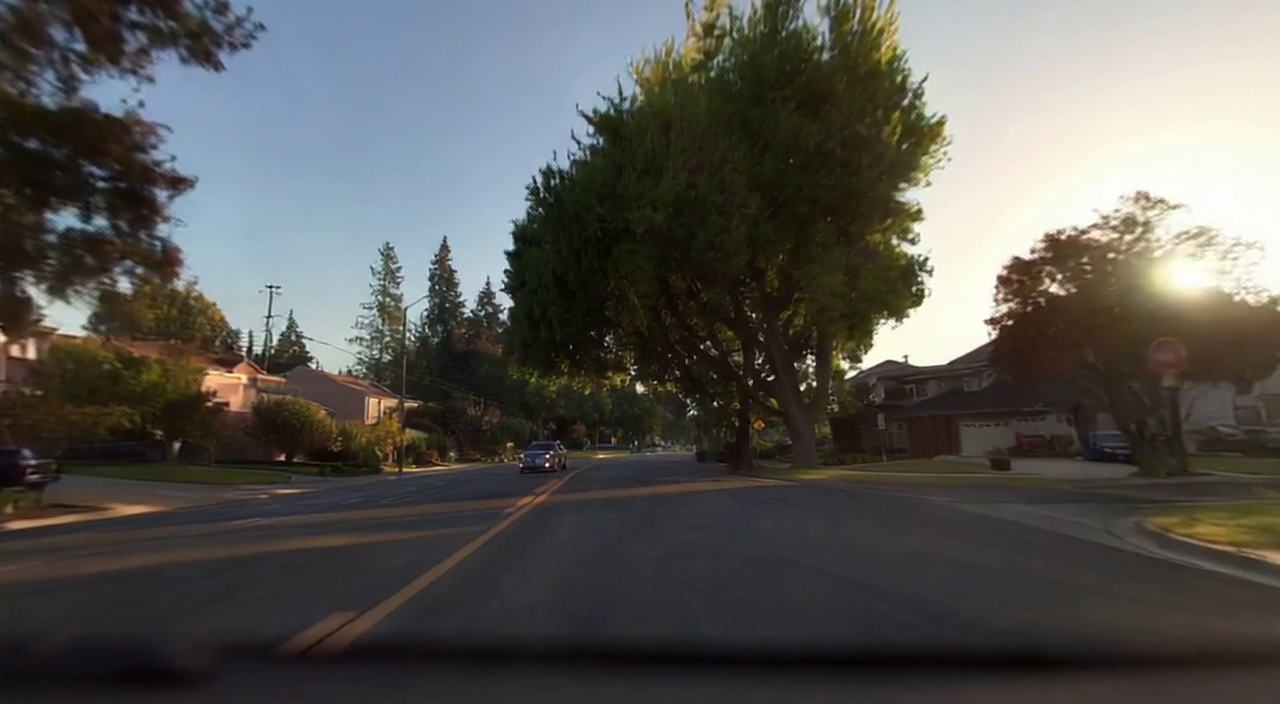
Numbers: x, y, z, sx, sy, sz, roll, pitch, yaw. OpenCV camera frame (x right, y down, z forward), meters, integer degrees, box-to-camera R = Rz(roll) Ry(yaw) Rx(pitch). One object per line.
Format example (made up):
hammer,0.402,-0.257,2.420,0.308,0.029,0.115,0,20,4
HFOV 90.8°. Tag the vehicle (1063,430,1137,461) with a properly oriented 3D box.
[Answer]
vehicle,25.528,5.232,35.271,2.000,1.594,4.976,-4,-9,21

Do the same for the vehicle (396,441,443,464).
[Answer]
vehicle,-17.375,7.920,49.801,2.838,1.748,1.892,-1,-8,7

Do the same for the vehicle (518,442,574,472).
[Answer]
vehicle,-5.020,5.694,34.492,2.088,1.490,4.524,-1,-8,4

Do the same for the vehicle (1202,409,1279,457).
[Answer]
vehicle,34.032,4.482,34.483,2.411,2.381,6.645,-3,-9,19
